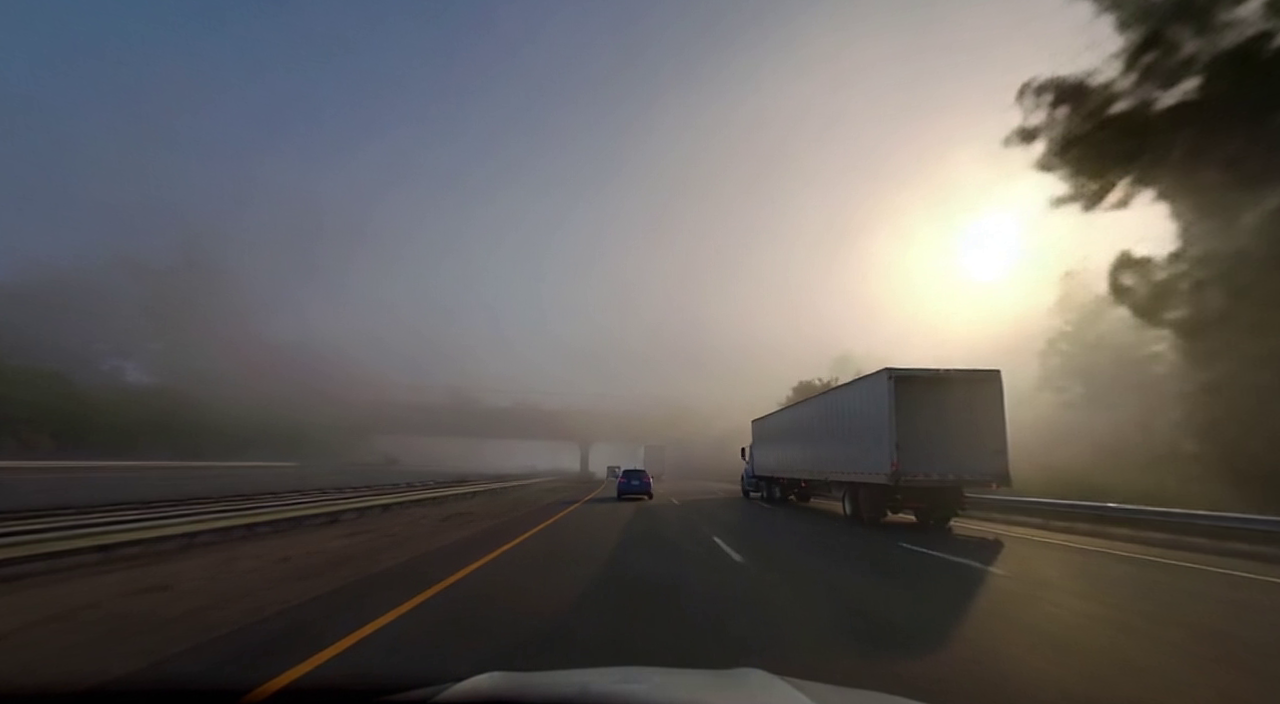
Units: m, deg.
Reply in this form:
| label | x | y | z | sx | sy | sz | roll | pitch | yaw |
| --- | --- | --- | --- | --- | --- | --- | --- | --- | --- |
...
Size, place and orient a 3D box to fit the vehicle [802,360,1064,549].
| label | x | y | z | sx | sy | sz | roll | pitch | yaw |
| --- | --- | --- | --- | --- | --- | --- | --- | --- | --- |
| vehicle | 6.814 | 2.748 | 16.563 | 2.839 | 3.684 | 8.091 | 1 | -11 | -1 |

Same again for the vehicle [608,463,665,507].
| label | x | y | z | sx | sy | sz | roll | pitch | yaw |
| --- | --- | --- | --- | --- | --- | --- | --- | --- | --- |
| vehicle | -0.141 | 5.133 | 24.504 | 2.067 | 1.552 | 3.601 | 1 | -11 | -1 |
